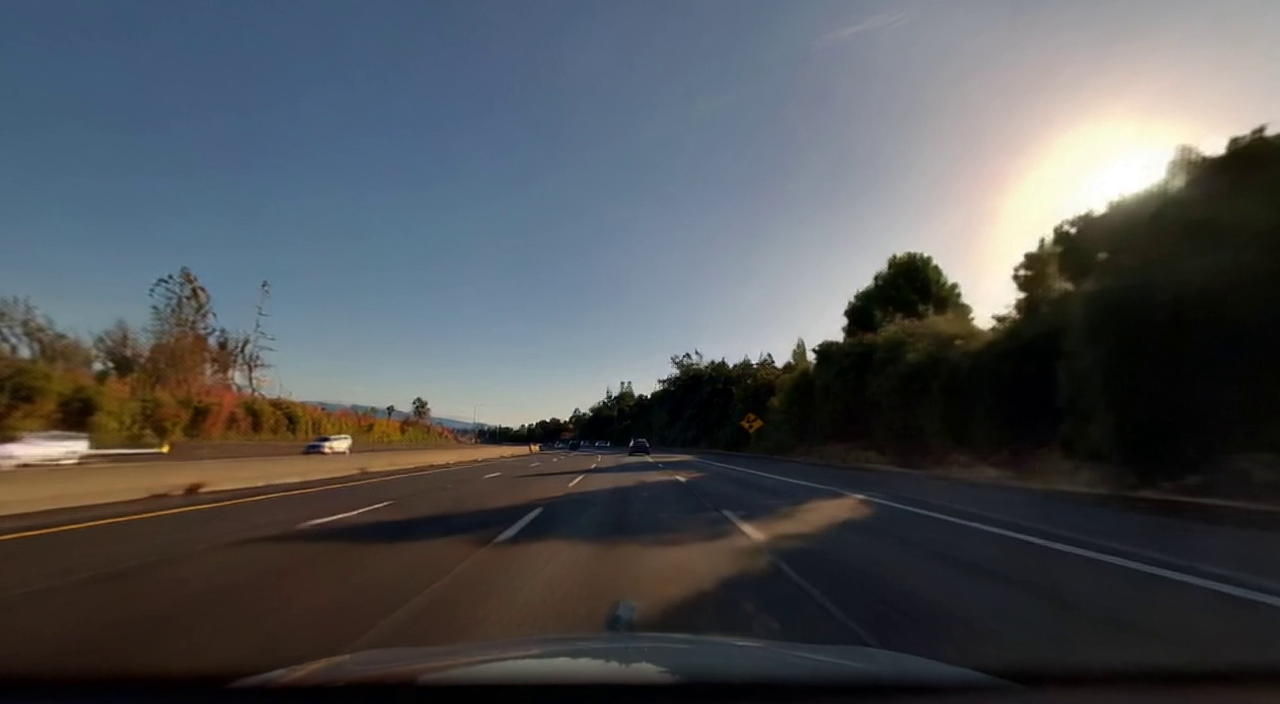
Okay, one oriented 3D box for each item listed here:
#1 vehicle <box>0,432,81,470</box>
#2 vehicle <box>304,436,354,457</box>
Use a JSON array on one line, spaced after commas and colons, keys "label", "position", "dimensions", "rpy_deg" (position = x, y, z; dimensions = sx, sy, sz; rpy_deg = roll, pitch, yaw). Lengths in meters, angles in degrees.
[{"label": "vehicle", "position": [-26.957, 4.191, 26.807], "dimensions": [1.872, 1.534, 5.182], "rpy_deg": [0, -8, -2]}, {"label": "vehicle", "position": [-24.342, 7.438, 49.605], "dimensions": [1.846, 1.549, 4.494], "rpy_deg": [0, -8, -3]}]
